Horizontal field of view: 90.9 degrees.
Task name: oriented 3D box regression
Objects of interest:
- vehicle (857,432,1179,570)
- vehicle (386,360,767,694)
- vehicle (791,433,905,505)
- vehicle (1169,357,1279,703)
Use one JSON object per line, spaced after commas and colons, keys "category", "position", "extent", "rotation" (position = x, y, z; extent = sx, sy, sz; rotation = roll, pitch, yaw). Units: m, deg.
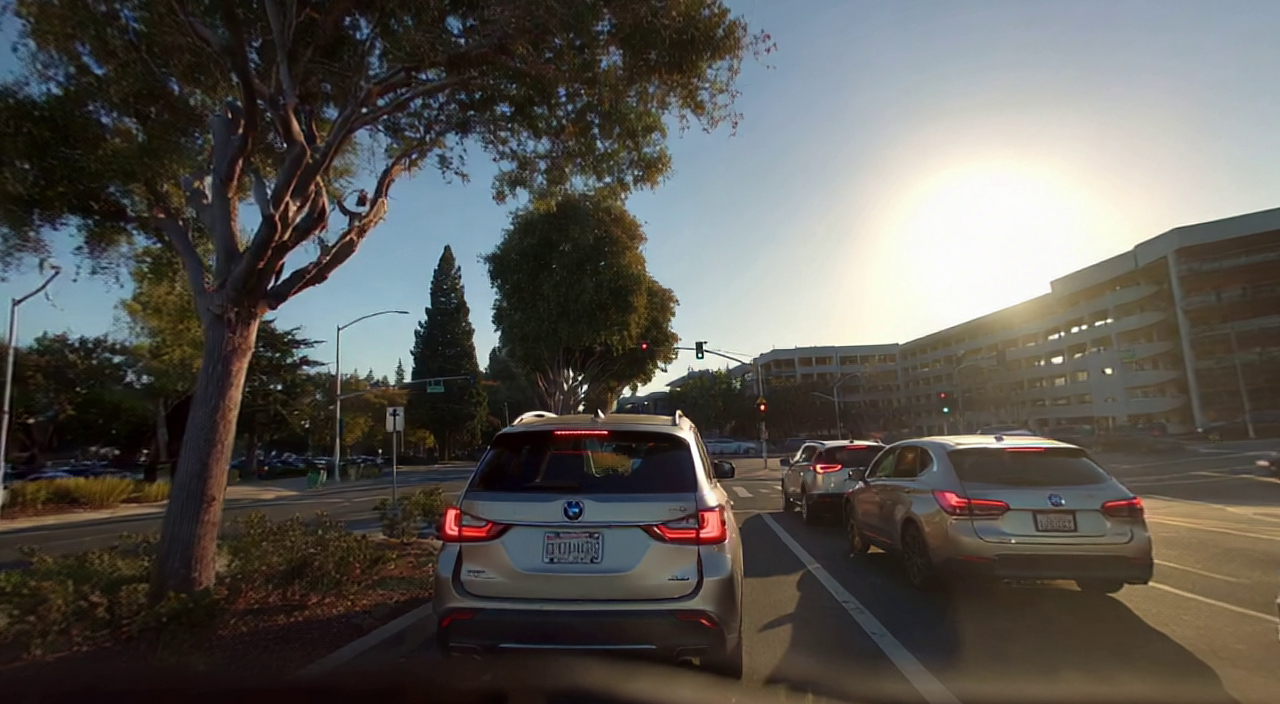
{"category": "vehicle", "position": [4.891, 1.959, 9.173], "extent": [1.963, 1.480, 4.553], "rotation": [0, -8, 2]}
{"category": "vehicle", "position": [-0.211, 1.232, 5.563], "extent": [2.021, 1.742, 4.295], "rotation": [-1, -8, 4]}
{"category": "vehicle", "position": [5.325, 3.030, 16.736], "extent": [1.994, 1.638, 4.100], "rotation": [-1, -9, 6]}
{"category": "vehicle", "position": [4.054, 0.599, 1.106], "extent": [1.993, 1.719, 4.953], "rotation": [0, -8, 1]}
